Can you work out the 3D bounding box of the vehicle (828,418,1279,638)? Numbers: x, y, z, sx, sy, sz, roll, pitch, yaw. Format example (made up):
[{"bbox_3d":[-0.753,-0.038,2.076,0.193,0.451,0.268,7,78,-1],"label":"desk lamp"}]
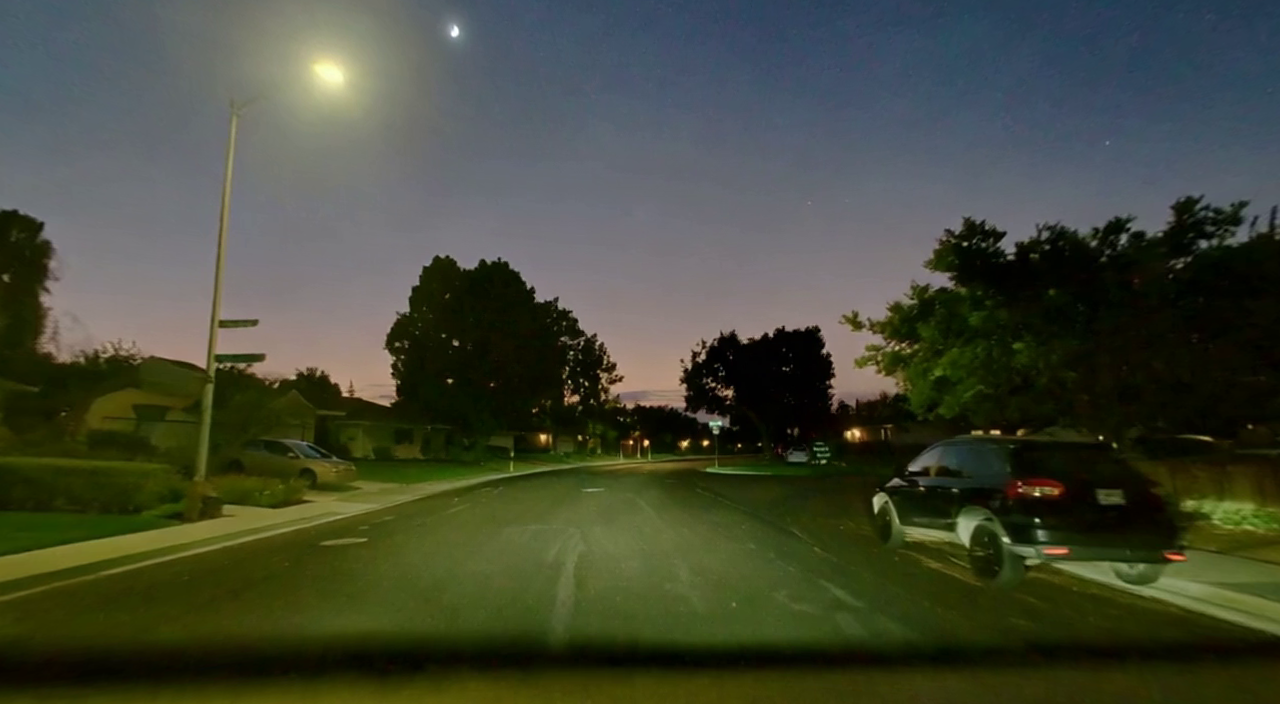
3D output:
[{"bbox_3d":[3.882,1.648,7.047,2.034,1.583,4.707,0,-9,-1],"label":"vehicle"}]

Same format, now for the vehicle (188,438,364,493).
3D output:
[{"bbox_3d":[-12.398,3.858,21.786,4.790,1.627,2.112,1,-5,0],"label":"vehicle"}]
